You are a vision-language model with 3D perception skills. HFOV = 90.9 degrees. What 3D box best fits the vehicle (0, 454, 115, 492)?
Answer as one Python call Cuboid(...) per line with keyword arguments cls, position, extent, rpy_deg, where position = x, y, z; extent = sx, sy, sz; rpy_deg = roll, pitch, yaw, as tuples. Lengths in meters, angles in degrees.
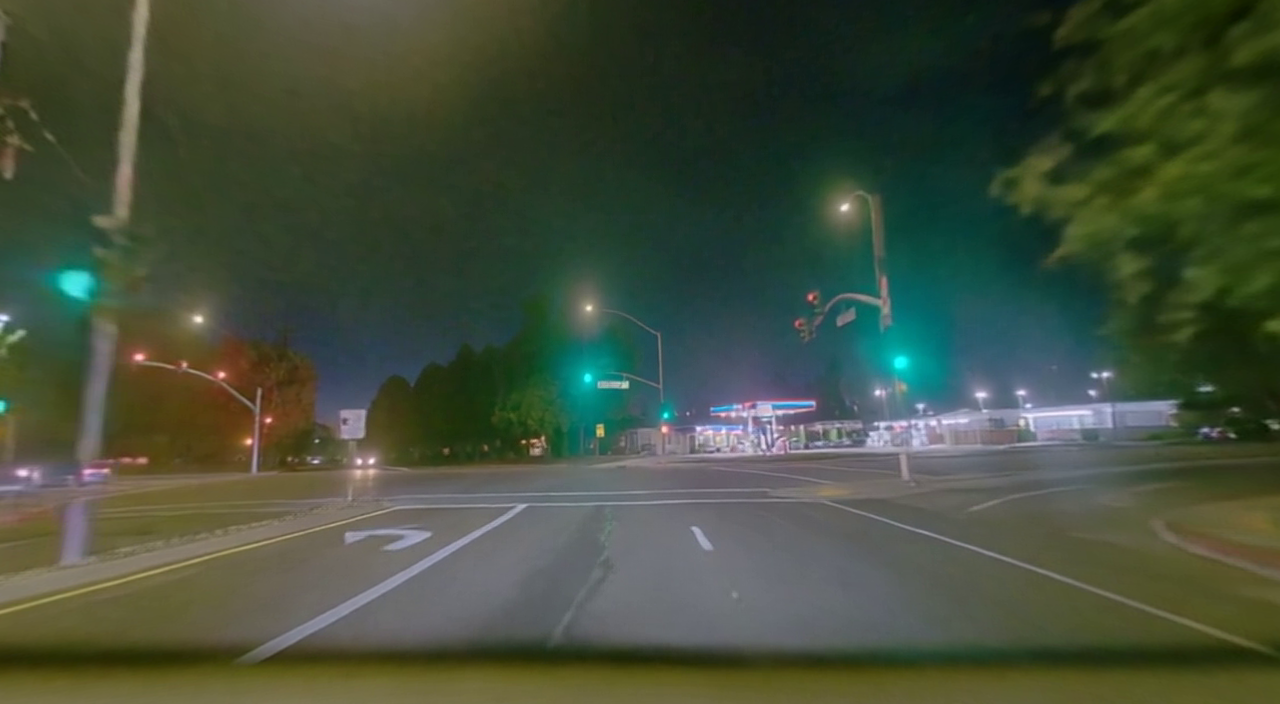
Cuboid(cls="vehicle", position=(-28.419, 5.858, 30.585), extent=(4.559, 1.608, 1.961), rpy_deg=(-3, -7, 10))
